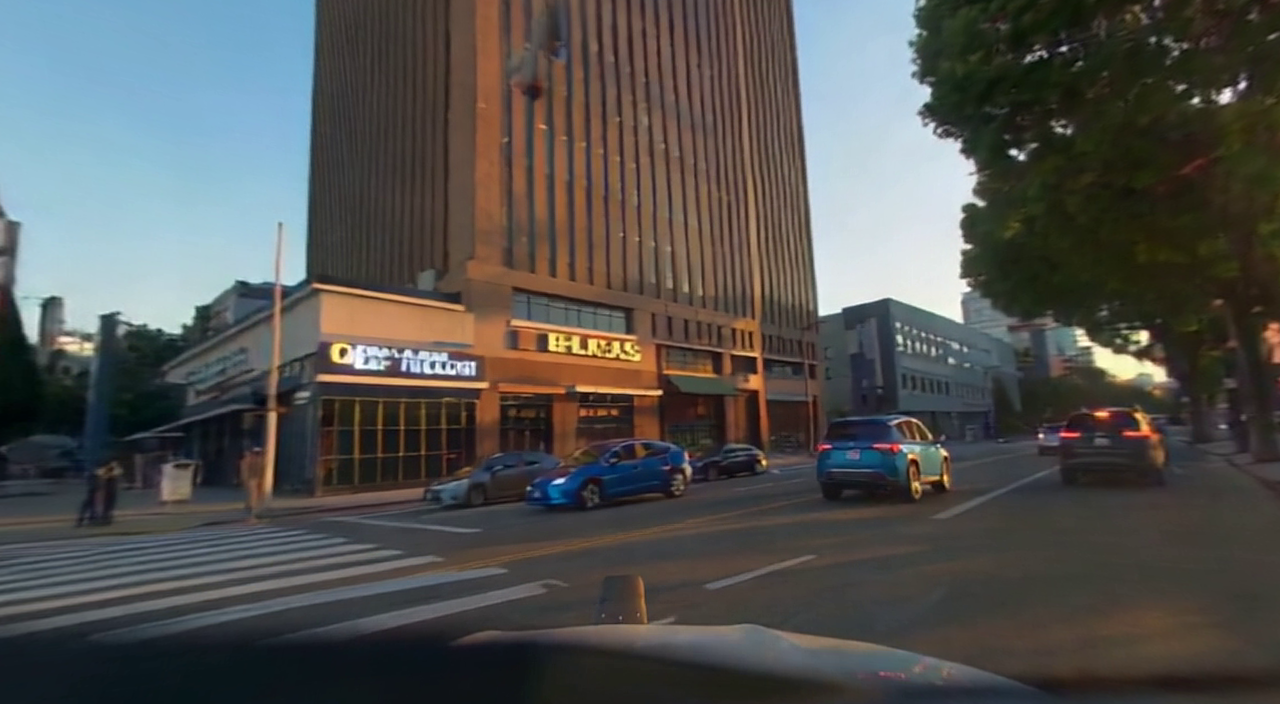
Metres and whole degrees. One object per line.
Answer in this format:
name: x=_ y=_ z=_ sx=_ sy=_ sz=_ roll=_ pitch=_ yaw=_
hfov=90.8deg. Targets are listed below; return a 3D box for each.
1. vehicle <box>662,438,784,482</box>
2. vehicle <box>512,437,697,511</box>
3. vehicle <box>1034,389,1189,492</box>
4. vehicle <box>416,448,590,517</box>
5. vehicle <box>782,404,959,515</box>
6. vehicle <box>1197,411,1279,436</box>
vehicle: x=3.364 y=4.142 z=24.674 sx=2.103 sy=1.514 sz=5.374 roll=-8 pitch=-11 yaw=40
vehicle: x=-0.694 y=2.836 z=15.244 sx=1.857 sy=1.507 sz=4.504 roll=-7 pitch=-11 yaw=39
vehicle: x=10.994 y=2.060 z=14.707 sx=2.352 sy=1.953 sz=4.796 roll=-7 pitch=-11 yaw=38
vehicle: x=-3.440 y=3.278 z=16.474 sx=1.989 sy=1.508 sz=4.021 roll=-7 pitch=-11 yaw=39
vehicle: x=4.543 y=2.005 z=12.078 sx=2.023 sy=1.702 sz=4.152 roll=-6 pitch=-10 yaw=35
vehicle: x=38.332 y=4.524 z=39.731 sx=4.426 sy=1.490 sz=1.862 roll=-4 pitch=-9 yaw=23
